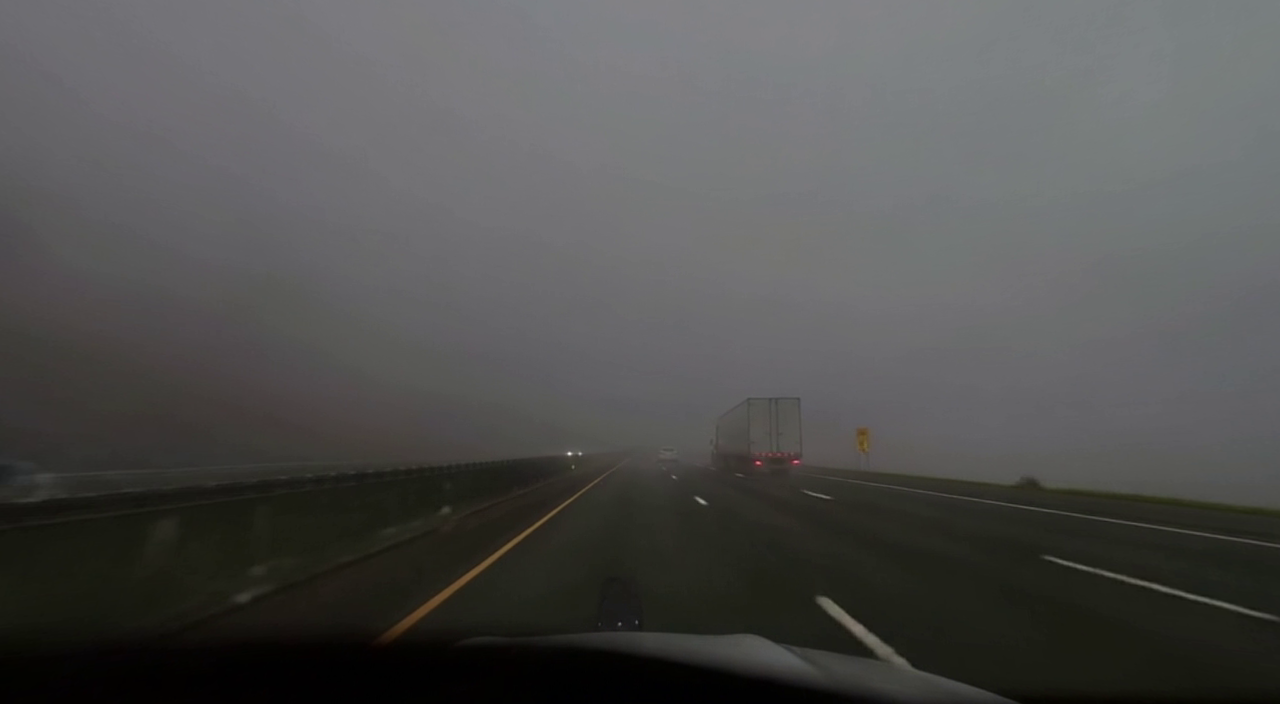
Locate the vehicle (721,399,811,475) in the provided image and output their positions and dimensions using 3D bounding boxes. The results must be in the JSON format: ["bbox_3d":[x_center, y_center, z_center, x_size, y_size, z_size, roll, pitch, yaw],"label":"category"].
[{"bbox_3d":[7.616,5.622,40.582,2.907,4.042,13.858,0,-9,0],"label":"vehicle"}]

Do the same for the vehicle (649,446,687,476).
[{"bbox_3d":[1.550,6.209,35.987,2.024,1.579,3.707,0,-9,0],"label":"vehicle"}]
